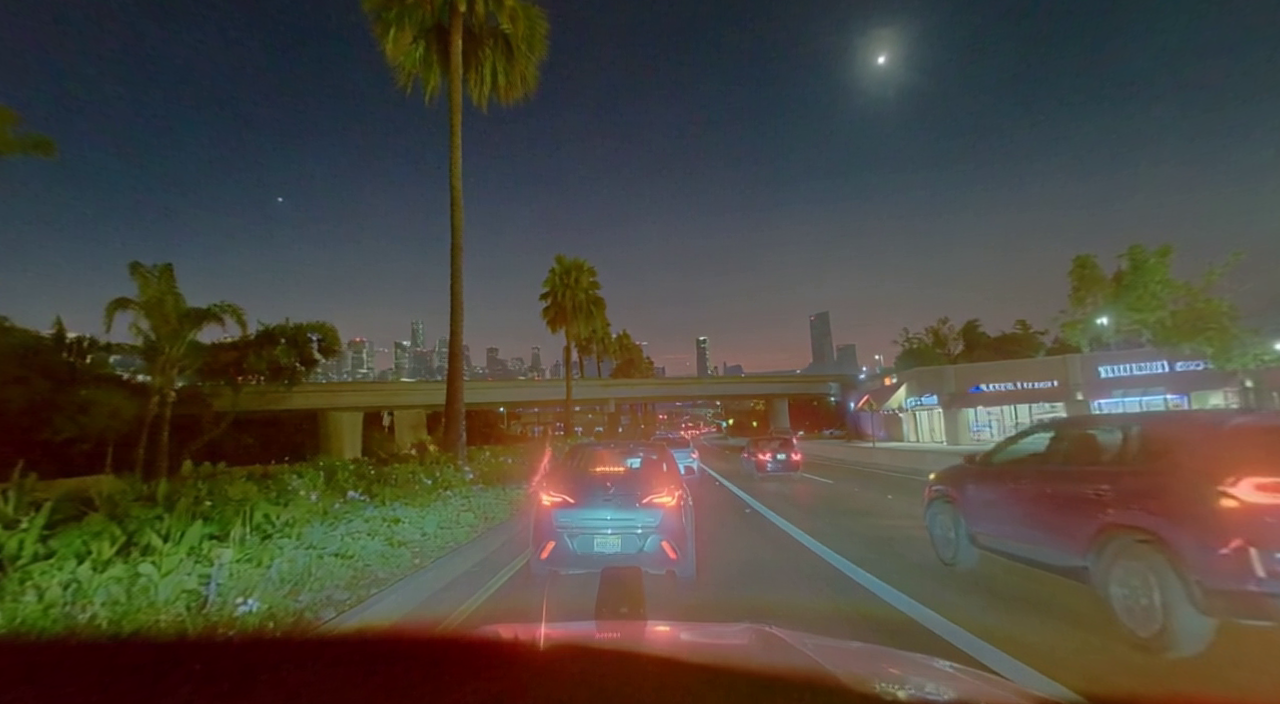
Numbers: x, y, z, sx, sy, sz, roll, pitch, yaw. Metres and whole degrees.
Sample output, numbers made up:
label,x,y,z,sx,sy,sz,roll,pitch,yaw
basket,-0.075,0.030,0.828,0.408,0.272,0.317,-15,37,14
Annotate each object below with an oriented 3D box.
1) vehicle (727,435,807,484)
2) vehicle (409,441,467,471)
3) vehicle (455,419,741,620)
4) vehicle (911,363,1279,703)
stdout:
label,x,y,z,sx,sy,sz,roll,pitch,yaw
vehicle,4.330,3.745,22.208,2.034,1.517,4.840,0,-9,3
vehicle,-12.088,6.232,37.922,2.084,1.704,4.485,0,-9,-1
vehicle,-0.268,1.575,6.856,2.172,1.506,4.018,0,-9,2
vehicle,4.082,1.123,4.622,2.149,1.609,4.807,0,-9,2
